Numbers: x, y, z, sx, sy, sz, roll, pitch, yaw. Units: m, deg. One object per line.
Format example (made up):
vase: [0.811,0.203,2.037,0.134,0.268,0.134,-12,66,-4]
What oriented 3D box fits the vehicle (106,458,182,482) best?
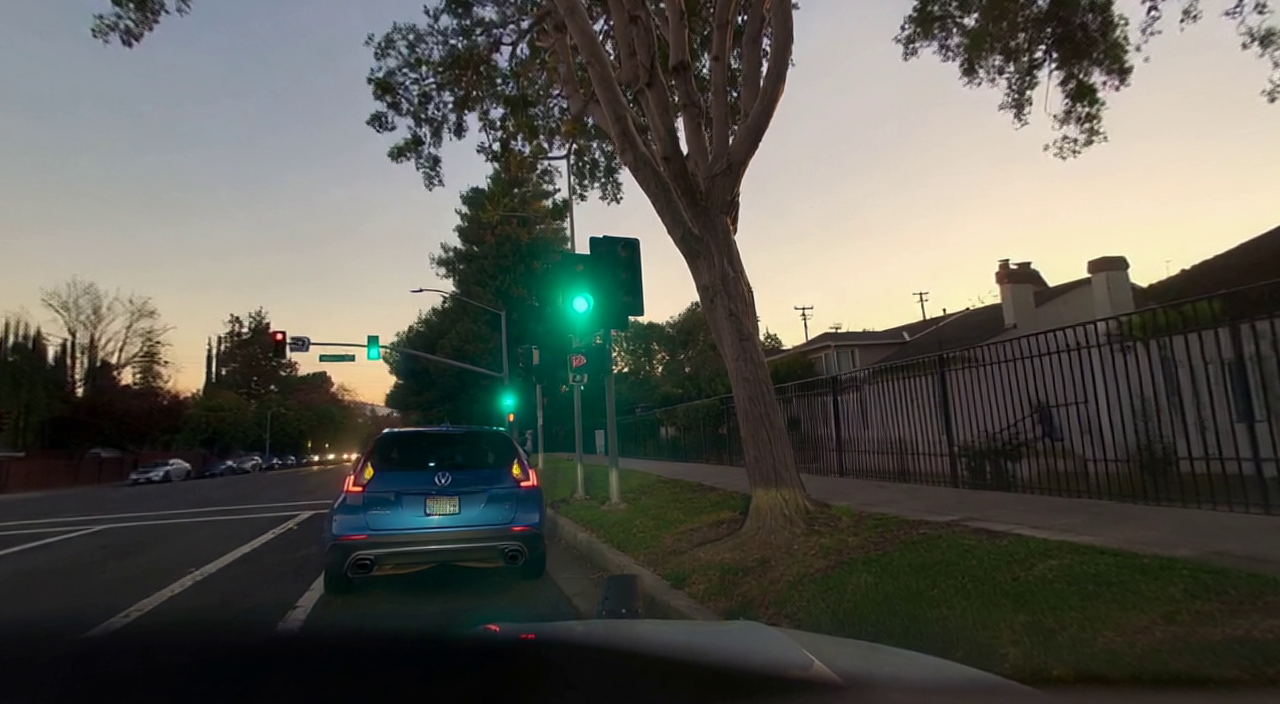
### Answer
vehicle: [-36.987,8.803,47.153,3.959,1.680,1.785,1,-9,-11]

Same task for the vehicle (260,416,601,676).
vehicle: [-1.774,1.440,5.823,2.024,1.502,3.702,2,-9,-17]
